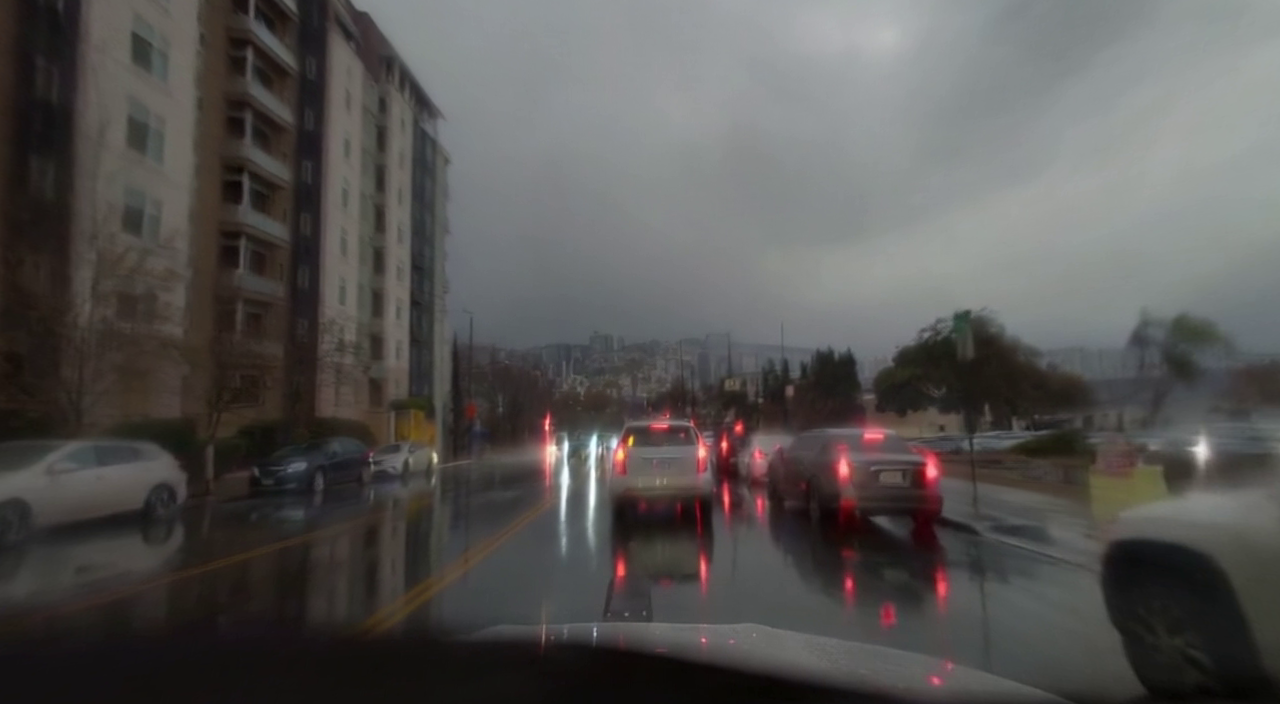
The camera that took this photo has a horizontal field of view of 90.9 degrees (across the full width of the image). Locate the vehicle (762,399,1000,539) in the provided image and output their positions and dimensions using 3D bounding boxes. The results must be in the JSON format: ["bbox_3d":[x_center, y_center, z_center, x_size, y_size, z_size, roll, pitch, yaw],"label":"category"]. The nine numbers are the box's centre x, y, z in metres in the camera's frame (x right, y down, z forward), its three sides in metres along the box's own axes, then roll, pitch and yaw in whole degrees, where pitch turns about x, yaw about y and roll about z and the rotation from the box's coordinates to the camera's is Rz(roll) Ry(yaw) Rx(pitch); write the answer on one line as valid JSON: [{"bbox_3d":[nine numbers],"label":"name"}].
[{"bbox_3d":[3.636,1.879,10.672,2.158,1.828,4.573,0,-8,0],"label":"vehicle"}]

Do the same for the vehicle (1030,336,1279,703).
[{"bbox_3d":[3.609,0.677,1.663,2.076,1.722,4.721,0,-8,0],"label":"vehicle"}]

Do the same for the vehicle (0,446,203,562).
[{"bbox_3d":[-9.295,2.210,9.743,2.021,1.474,4.337,0,-8,-2],"label":"vehicle"}]

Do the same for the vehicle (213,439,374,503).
[{"bbox_3d":[-9.416,3.229,17.634,2.002,1.546,4.339,0,-8,1],"label":"vehicle"}]

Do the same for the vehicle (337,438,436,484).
[{"bbox_3d":[-9.328,4.022,23.616,1.955,1.555,4.424,0,-8,-2],"label":"vehicle"}]

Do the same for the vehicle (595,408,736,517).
[{"bbox_3d":[0.436,2.080,12.236,2.261,1.740,4.065,0,-8,1],"label":"vehicle"}]

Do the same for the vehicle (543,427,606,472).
[{"bbox_3d":[-2.682,4.120,26.787,2.219,1.746,4.197,0,-8,0],"label":"vehicle"}]
